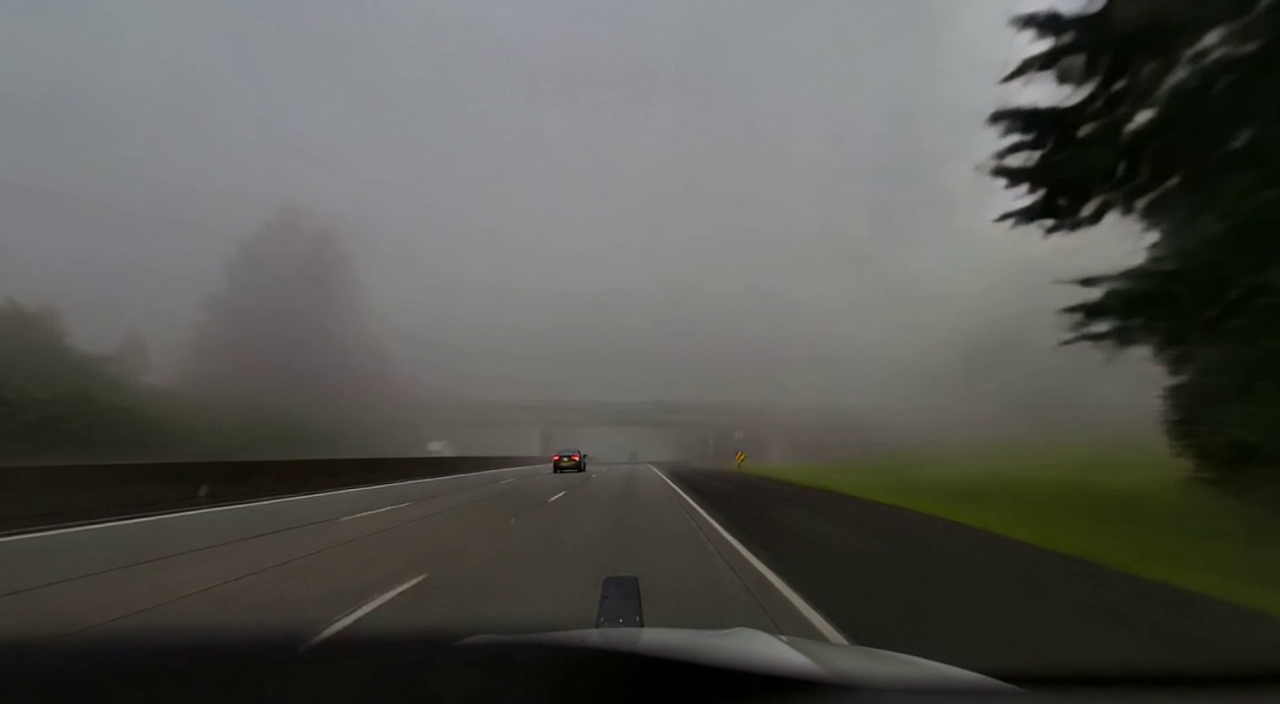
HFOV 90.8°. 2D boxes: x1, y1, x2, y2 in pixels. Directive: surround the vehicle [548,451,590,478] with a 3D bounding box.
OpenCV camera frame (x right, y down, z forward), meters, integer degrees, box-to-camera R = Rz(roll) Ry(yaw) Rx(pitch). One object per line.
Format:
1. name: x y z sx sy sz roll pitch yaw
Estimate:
1. vehicle: -4.109 6.577 37.114 1.992 1.504 4.117 0 -9 0
